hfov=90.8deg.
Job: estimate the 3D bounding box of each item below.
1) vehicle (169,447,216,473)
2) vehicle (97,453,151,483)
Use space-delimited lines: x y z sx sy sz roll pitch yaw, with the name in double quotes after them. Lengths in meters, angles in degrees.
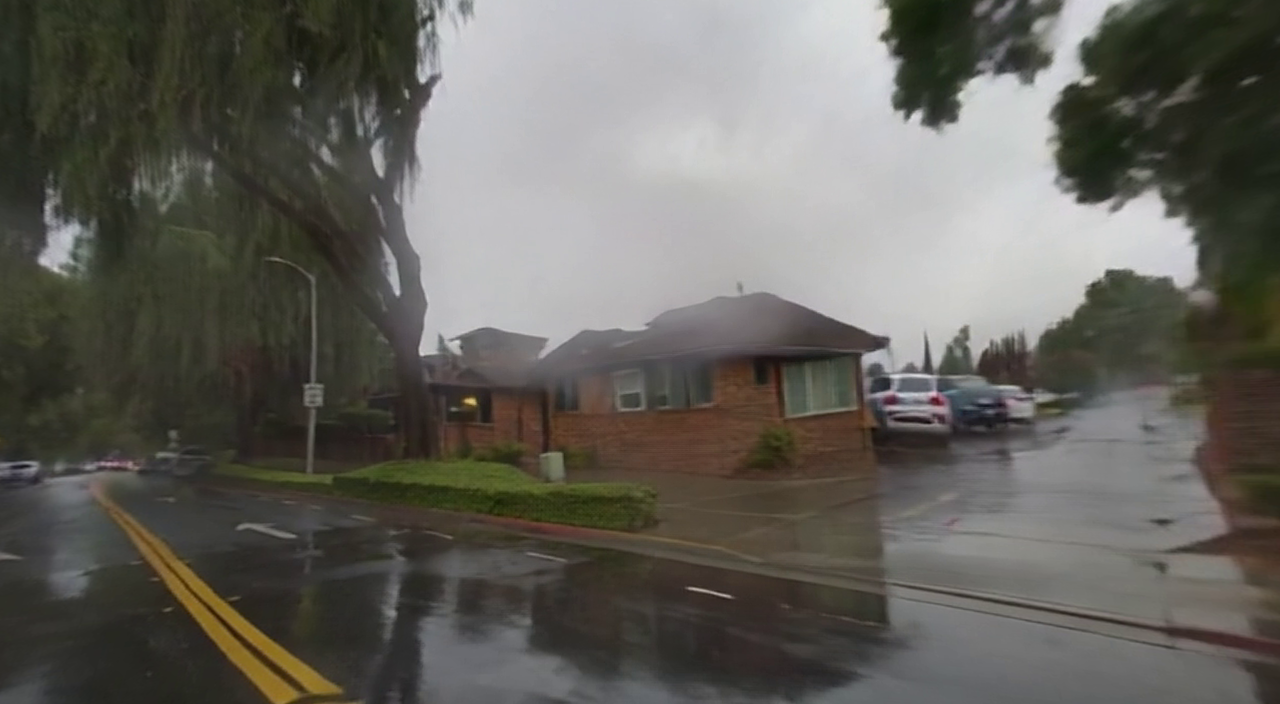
-33.198 7.985 46.813 4.574 1.752 1.937 -8 -11 43 "vehicle"
-28.847 6.436 35.271 2.067 1.476 4.256 6 -10 -41 "vehicle"
